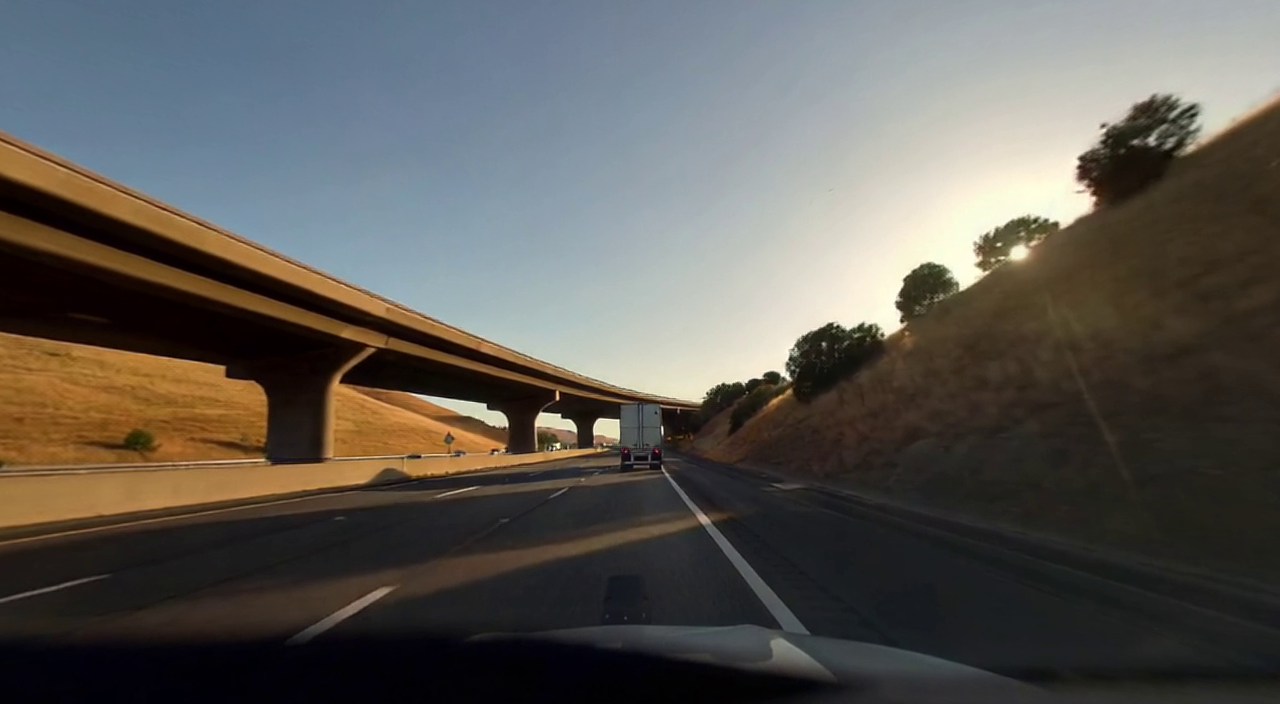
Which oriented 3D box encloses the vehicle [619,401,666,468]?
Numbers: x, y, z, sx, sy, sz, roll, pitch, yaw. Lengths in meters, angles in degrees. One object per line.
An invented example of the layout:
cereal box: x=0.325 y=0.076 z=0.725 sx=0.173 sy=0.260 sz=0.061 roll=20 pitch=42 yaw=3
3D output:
vehicle: x=0.118 y=5.807 z=43.652 sx=2.866 sy=4.014 sz=11.261 roll=0 pitch=-9 yaw=0
